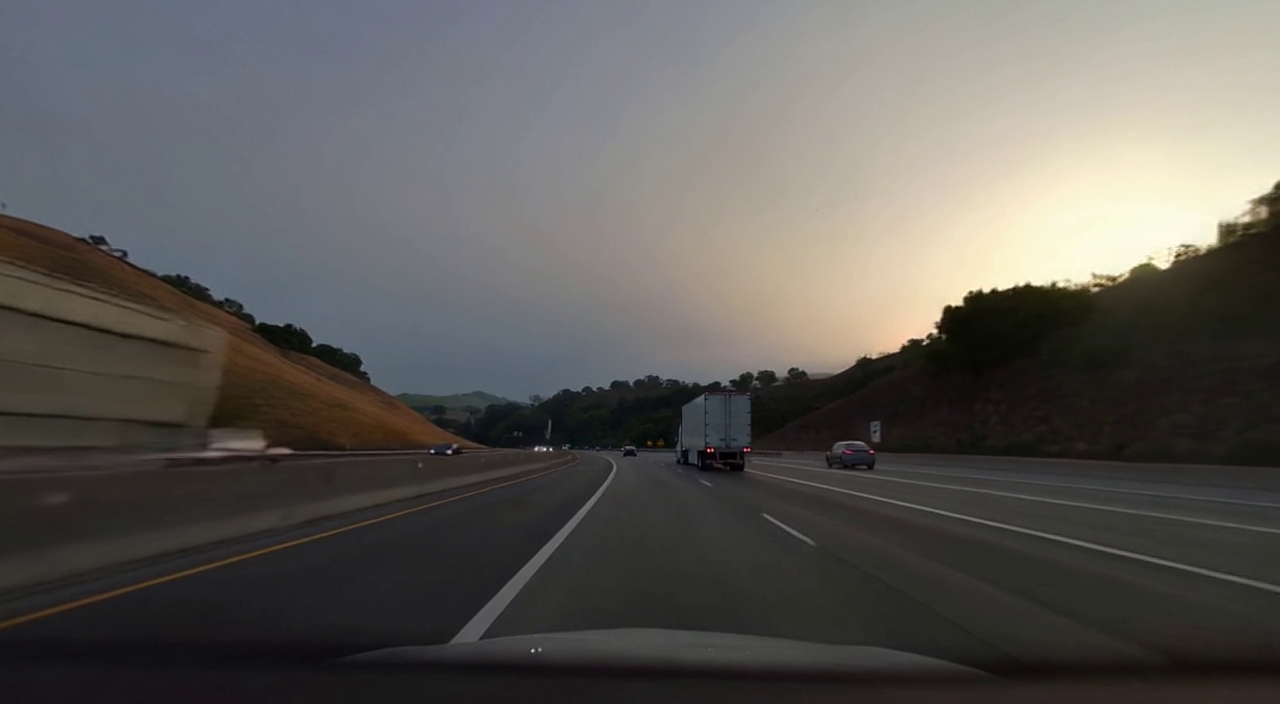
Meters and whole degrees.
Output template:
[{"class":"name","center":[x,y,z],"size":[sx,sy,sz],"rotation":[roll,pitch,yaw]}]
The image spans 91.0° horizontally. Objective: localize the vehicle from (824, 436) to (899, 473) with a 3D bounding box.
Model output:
[{"class":"vehicle","center":[11.371,5.295,32.713],"size":[2.046,1.741,4.769],"rotation":[1,-9,-1]}]

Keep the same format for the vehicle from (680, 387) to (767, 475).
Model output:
[{"class":"vehicle","center":[4.118,4.378,33.912],"size":[3.049,3.968,10.706],"rotation":[0,-9,-1]}]

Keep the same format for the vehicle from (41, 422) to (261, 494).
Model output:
[{"class":"vehicle","center":[-16.225,3.569,21.628],"size":[2.465,2.075,6.336],"rotation":[0,-9,0]}]
